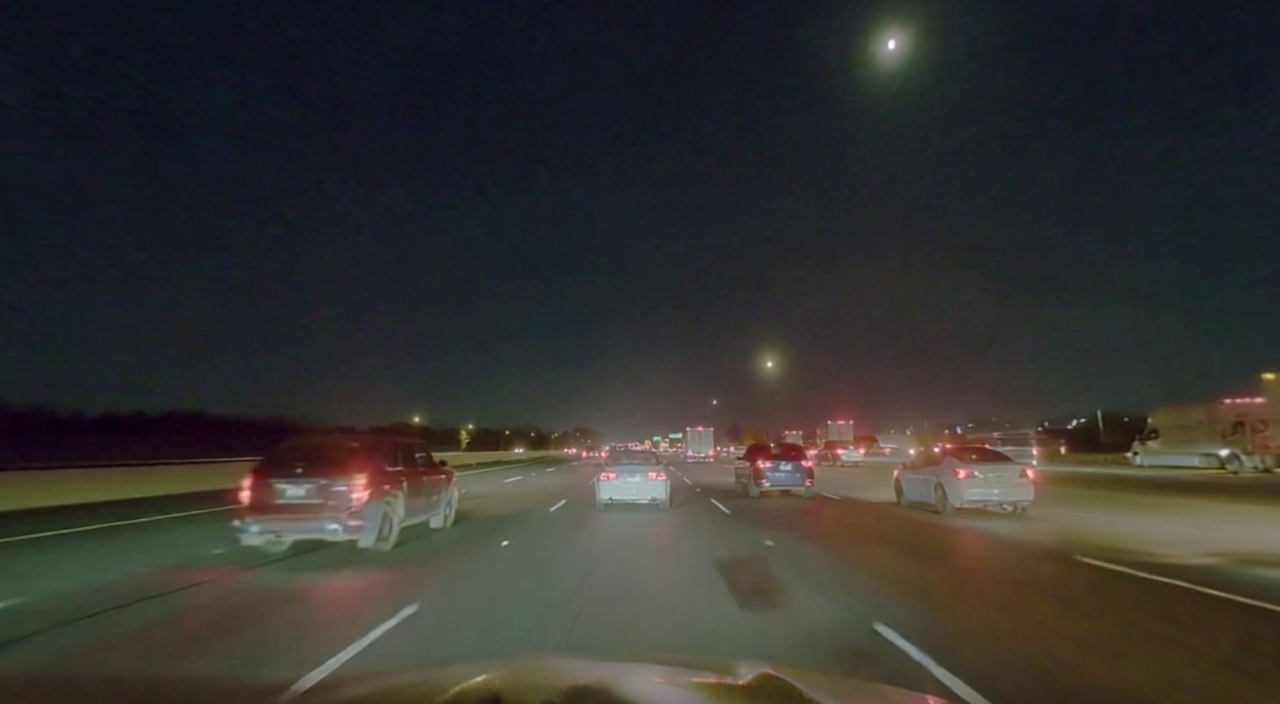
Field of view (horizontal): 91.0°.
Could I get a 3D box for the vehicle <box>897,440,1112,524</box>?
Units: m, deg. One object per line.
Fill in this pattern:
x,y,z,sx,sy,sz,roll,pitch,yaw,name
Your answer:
7.603,2.734,13.811,2.021,1.505,4.480,0,-9,0,vehicle

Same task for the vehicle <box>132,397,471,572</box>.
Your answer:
-4.033,1.678,8.649,2.079,1.741,4.436,0,-9,1,vehicle

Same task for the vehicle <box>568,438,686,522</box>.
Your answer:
-0.200,2.641,13.496,2.132,1.499,4.038,0,-9,1,vehicle

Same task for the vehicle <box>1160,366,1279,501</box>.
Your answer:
20.111,2.372,18.261,3.061,3.869,7.169,2,-9,-10,vehicle

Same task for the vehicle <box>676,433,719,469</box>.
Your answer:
3.948,6.941,44.225,2.440,2.313,5.266,0,-9,0,vehicle

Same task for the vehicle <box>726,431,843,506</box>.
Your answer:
3.572,2.970,16.433,2.053,1.666,4.106,0,-9,0,vehicle
